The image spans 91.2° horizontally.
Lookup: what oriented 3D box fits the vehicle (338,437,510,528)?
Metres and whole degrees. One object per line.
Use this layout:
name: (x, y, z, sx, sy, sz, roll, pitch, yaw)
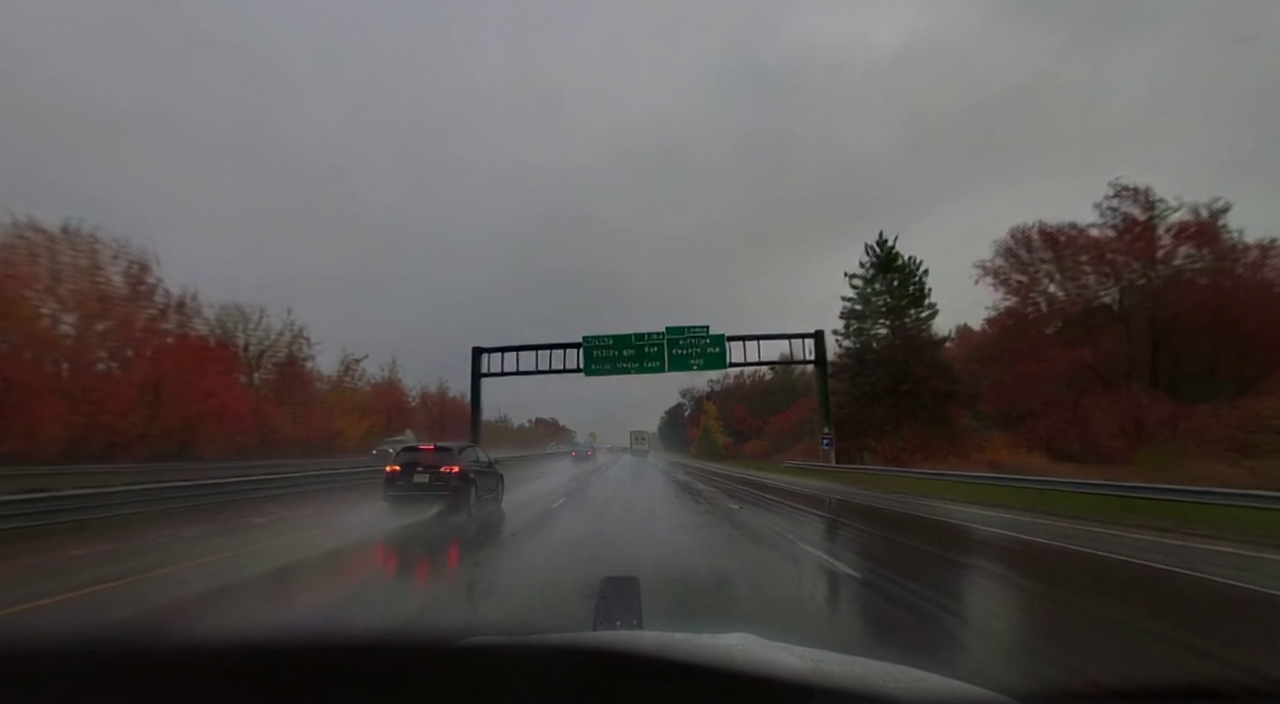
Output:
vehicle: (-4.101, 2.537, 12.741, 2.071, 1.525, 4.058, 0, -9, 0)
